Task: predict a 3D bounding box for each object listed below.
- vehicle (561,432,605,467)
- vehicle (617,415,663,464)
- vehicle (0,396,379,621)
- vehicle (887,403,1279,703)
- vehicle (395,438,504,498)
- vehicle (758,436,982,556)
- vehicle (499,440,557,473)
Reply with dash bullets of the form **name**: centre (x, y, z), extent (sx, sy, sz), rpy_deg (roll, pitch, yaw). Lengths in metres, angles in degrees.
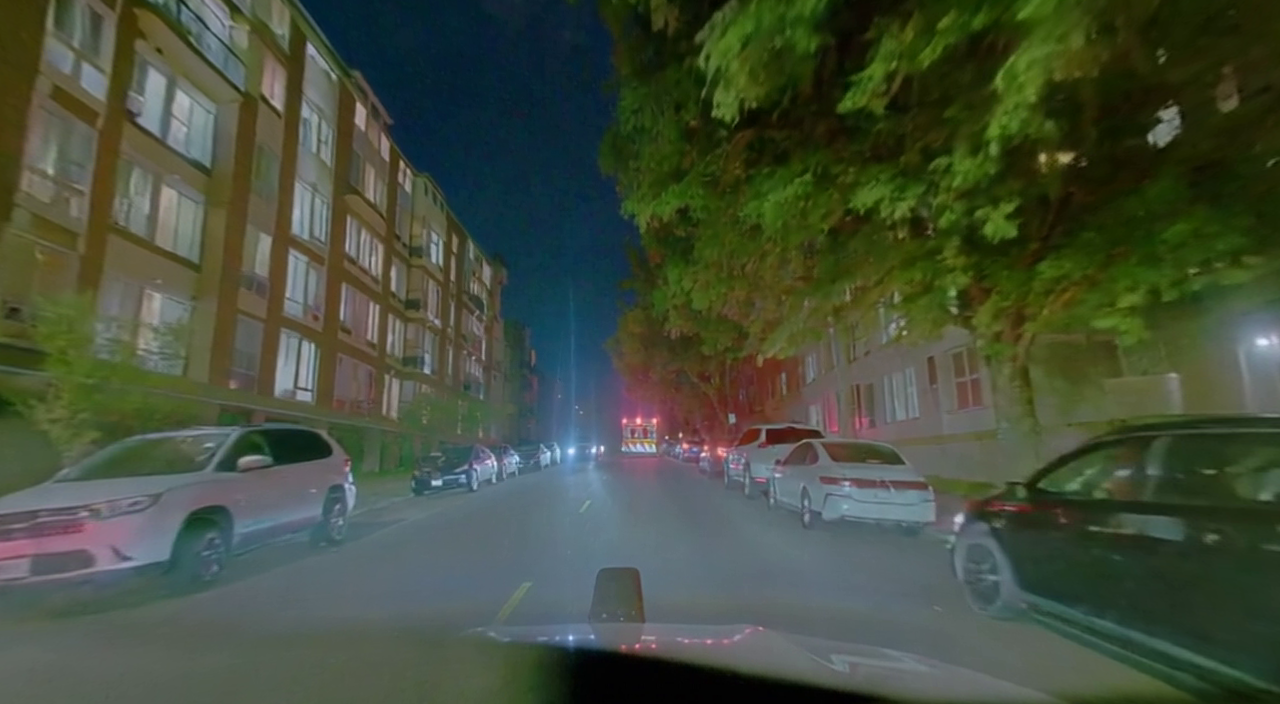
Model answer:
- **vehicle**: centre (-3.080, 5.399, 35.056), extent (2.029, 1.802, 4.229), rpy_deg (0, -8, 1)
- **vehicle**: centre (-0.123, 6.028, 43.442), extent (2.754, 3.008, 7.730), rpy_deg (1, -8, -3)
- **vehicle**: centre (-5.344, 1.617, 7.720), extent (2.131, 1.821, 4.976), rpy_deg (0, -8, 1)
- **vehicle**: centre (3.425, 1.109, 3.409), extent (2.102, 1.515, 4.990), rpy_deg (0, -8, -1)
- **vehicle**: centre (-5.483, 3.361, 18.806), extent (1.921, 1.482, 4.280), rpy_deg (-2, -8, 0)
- **vehicle**: centre (3.293, 2.113, 10.143), extent (1.913, 1.434, 4.408), rpy_deg (2, -8, -1)
- **vehicle**: centre (-5.394, 5.083, 30.998), extent (2.047, 1.471, 4.647), rpy_deg (0, -8, 0)
